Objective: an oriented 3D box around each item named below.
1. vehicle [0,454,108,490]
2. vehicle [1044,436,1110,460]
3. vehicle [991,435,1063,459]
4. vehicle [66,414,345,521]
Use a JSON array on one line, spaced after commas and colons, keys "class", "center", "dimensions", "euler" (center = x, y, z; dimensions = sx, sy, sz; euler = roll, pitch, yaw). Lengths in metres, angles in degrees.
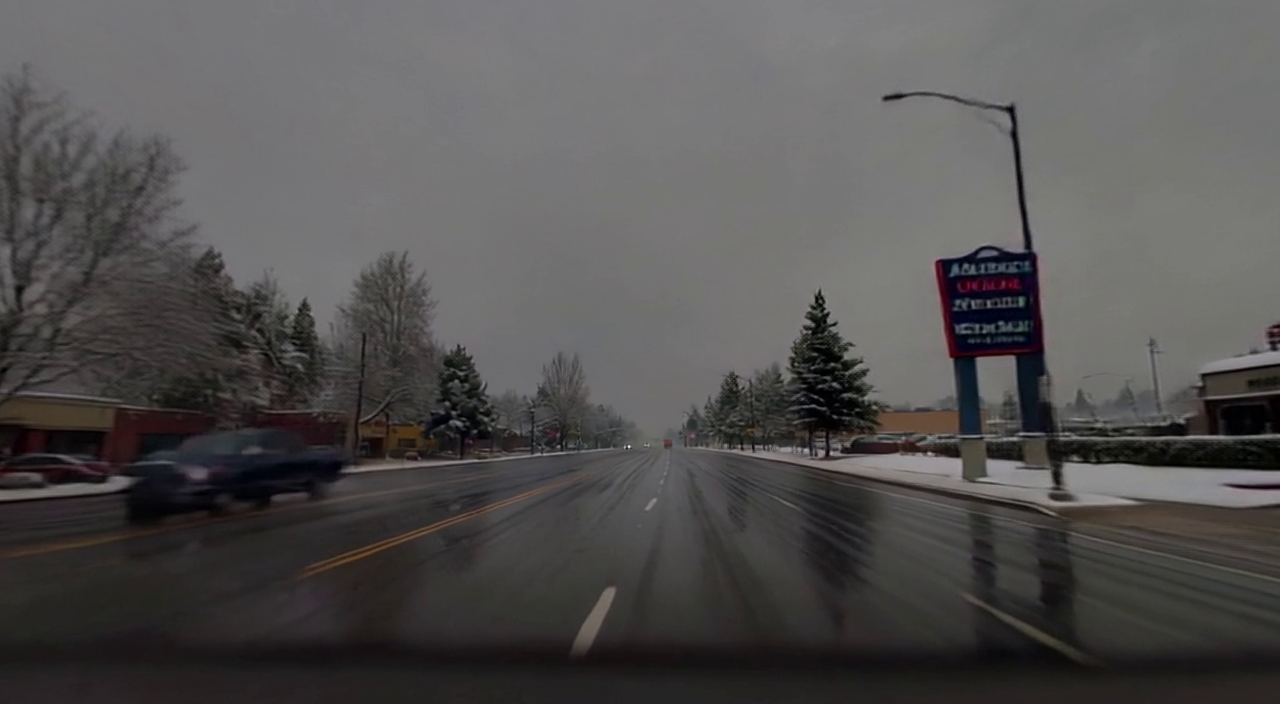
[{"class": "vehicle", "center": [-26.451, 5.214, 27.625], "dimensions": [4.553, 1.445, 1.942], "euler": [0, -9, 1]}, {"class": "vehicle", "center": [31.180, 6.874, 45.231], "dimensions": [1.825, 1.572, 4.229], "euler": [0, -9, 3]}, {"class": "vehicle", "center": [28.045, 6.954, 46.019], "dimensions": [2.129, 1.652, 5.150], "euler": [0, -9, 2]}, {"class": "vehicle", "center": [-9.008, 2.471, 13.948], "dimensions": [2.157, 1.883, 5.286], "euler": [-1, -9, 3]}]
